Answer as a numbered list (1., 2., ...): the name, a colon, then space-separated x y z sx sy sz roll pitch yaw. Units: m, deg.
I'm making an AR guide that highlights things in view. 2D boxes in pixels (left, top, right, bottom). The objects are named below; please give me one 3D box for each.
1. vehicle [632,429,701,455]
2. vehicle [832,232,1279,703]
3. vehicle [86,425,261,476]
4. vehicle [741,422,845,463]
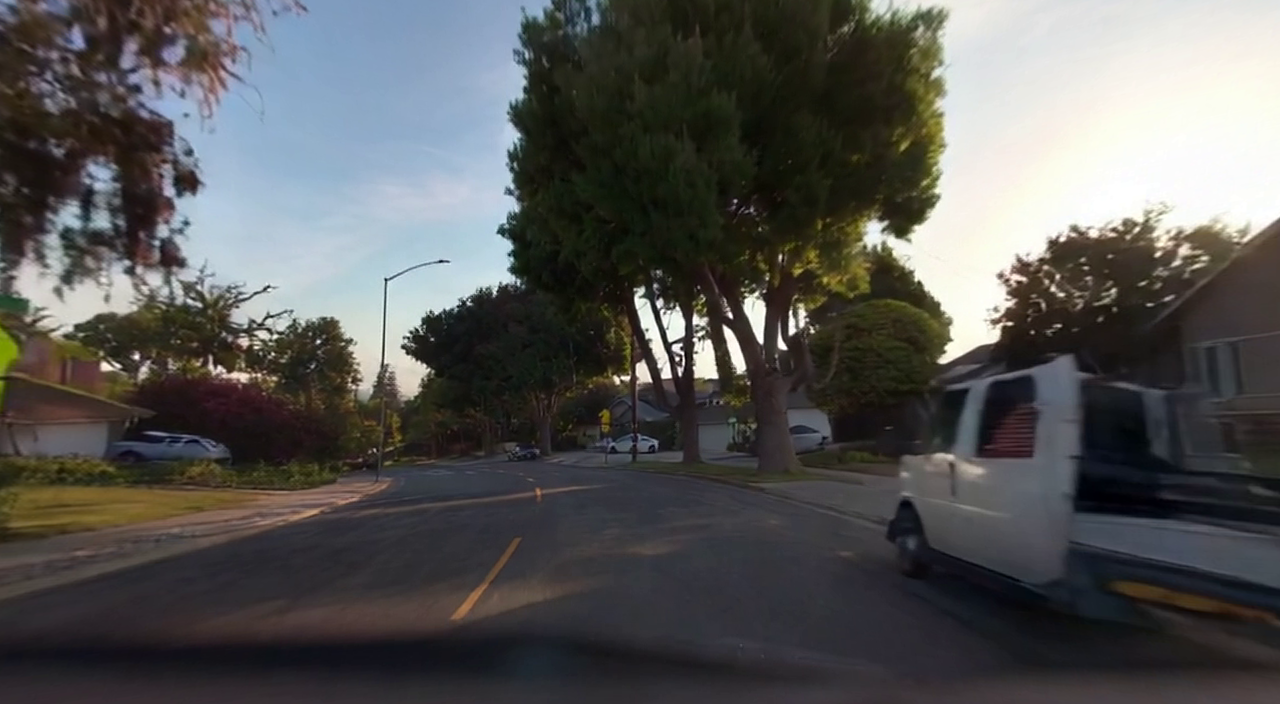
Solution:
1. vehicle: 1.901 6.444 45.237 4.583 1.710 1.858 2 -9 -20
2. vehicle: 2.959 0.738 3.053 2.180 1.849 5.423 0 -8 -2
3. vehicle: -16.251 3.447 22.280 4.464 1.681 1.906 1 -8 -11
4. vehicle: 7.355 4.349 30.517 4.416 1.855 2.060 2 -9 -19
